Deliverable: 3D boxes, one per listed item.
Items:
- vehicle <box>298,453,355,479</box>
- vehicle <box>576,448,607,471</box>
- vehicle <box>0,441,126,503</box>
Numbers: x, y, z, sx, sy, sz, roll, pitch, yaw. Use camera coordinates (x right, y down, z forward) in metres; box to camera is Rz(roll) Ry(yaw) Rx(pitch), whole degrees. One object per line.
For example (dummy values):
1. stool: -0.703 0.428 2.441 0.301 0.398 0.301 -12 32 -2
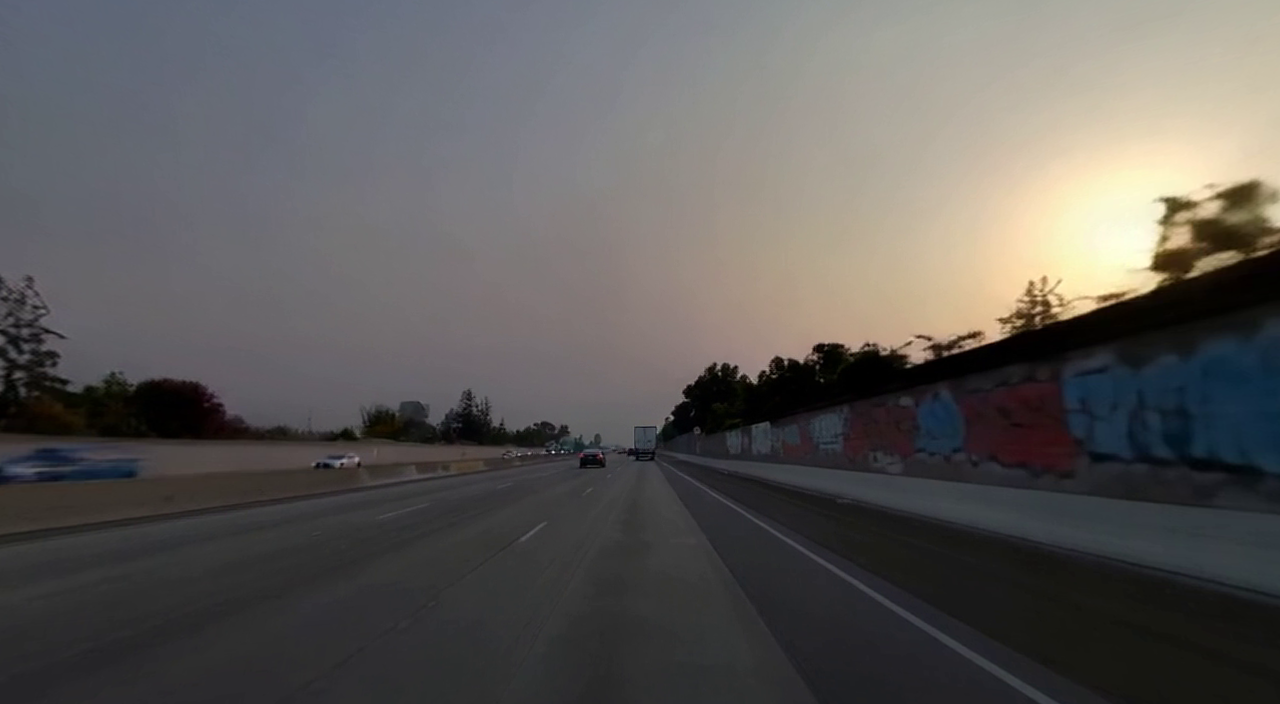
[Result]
1. vehicle: -22.680 8.219 45.790 1.758 1.748 4.516 0 -9 1
2. vehicle: -3.323 7.472 44.037 1.803 1.466 4.509 0 -9 0
3. vehicle: -18.094 3.423 18.275 1.980 1.638 5.194 0 -9 0
